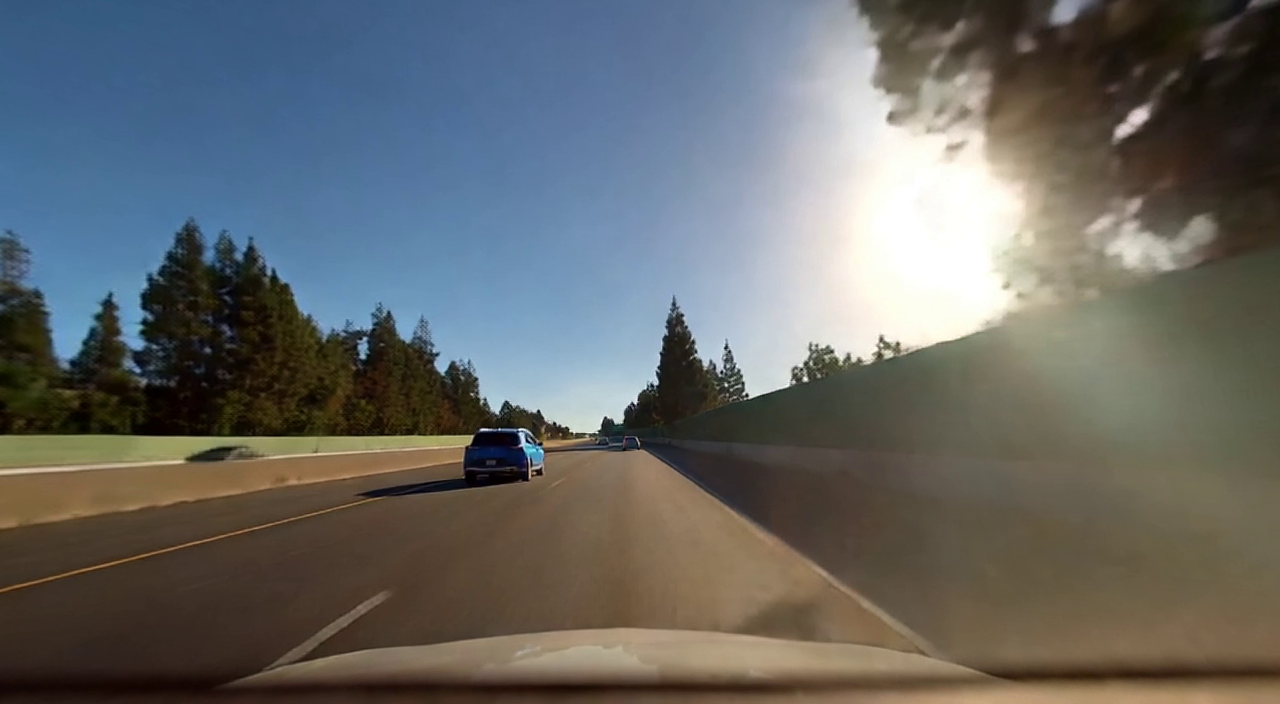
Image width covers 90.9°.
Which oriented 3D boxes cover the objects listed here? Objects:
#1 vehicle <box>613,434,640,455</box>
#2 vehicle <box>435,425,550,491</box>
[{"bbox_3d":[-0.971,6.695,45.713,1.836,1.450,3.519,0,-8,-1],"label":"vehicle"},{"bbox_3d":[-3.859,2.853,17.458,2.072,1.545,4.767,0,-8,0],"label":"vehicle"}]
